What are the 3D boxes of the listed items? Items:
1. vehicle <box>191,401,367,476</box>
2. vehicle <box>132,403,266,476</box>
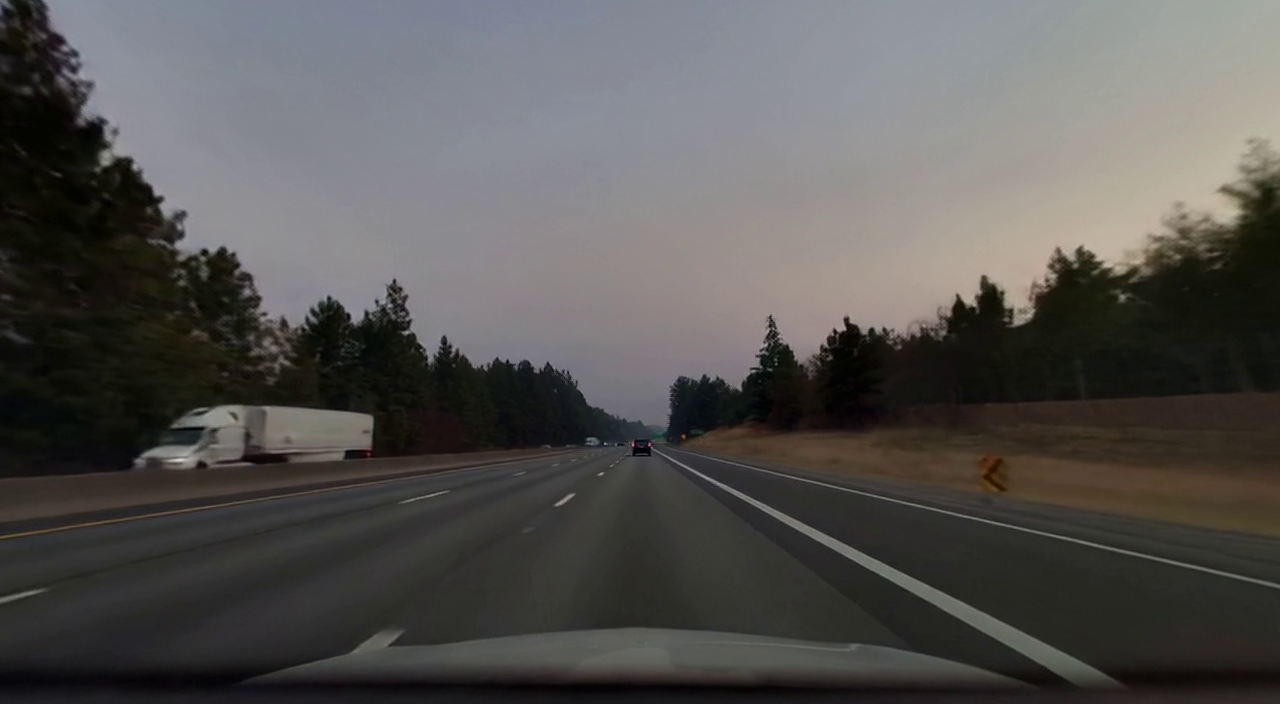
[{"bbox_3d":[-22.181,5.599,40.421,2.901,3.911,14.211,0,-8,0],"label":"vehicle"},{"bbox_3d":[-22.018,4.400,31.813,2.748,3.336,5.227,1,-8,1],"label":"vehicle"}]
